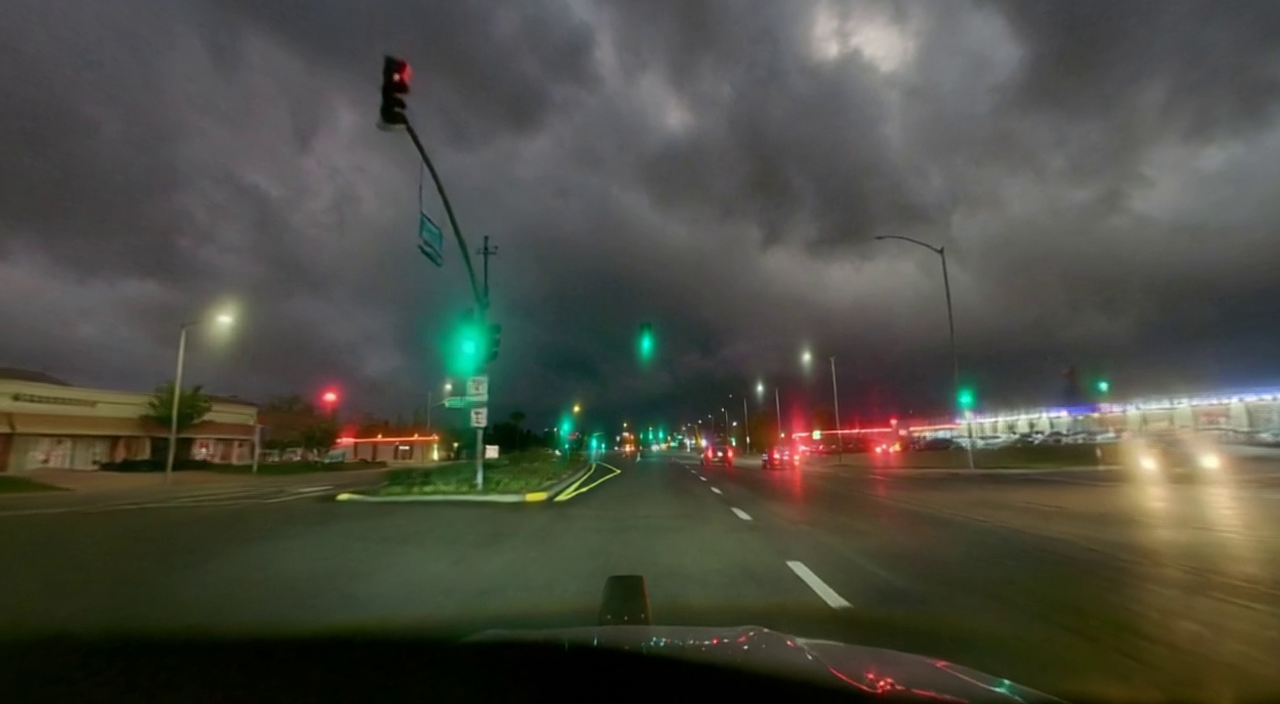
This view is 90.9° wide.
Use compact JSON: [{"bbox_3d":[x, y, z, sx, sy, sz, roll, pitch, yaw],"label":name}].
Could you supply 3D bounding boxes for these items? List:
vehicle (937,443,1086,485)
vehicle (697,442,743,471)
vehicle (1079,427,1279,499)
[{"bbox_3d":[13.989,4.180,23.882,4.581,1.434,1.893,-7,-11,36],"label":"vehicle"},{"bbox_3d":[4.456,5.934,35.819,2.038,1.528,4.259,0,-9,0],"label":"vehicle"},{"bbox_3d":[14.577,2.869,16.501,4.491,1.702,2.094,-2,-9,13],"label":"vehicle"}]
